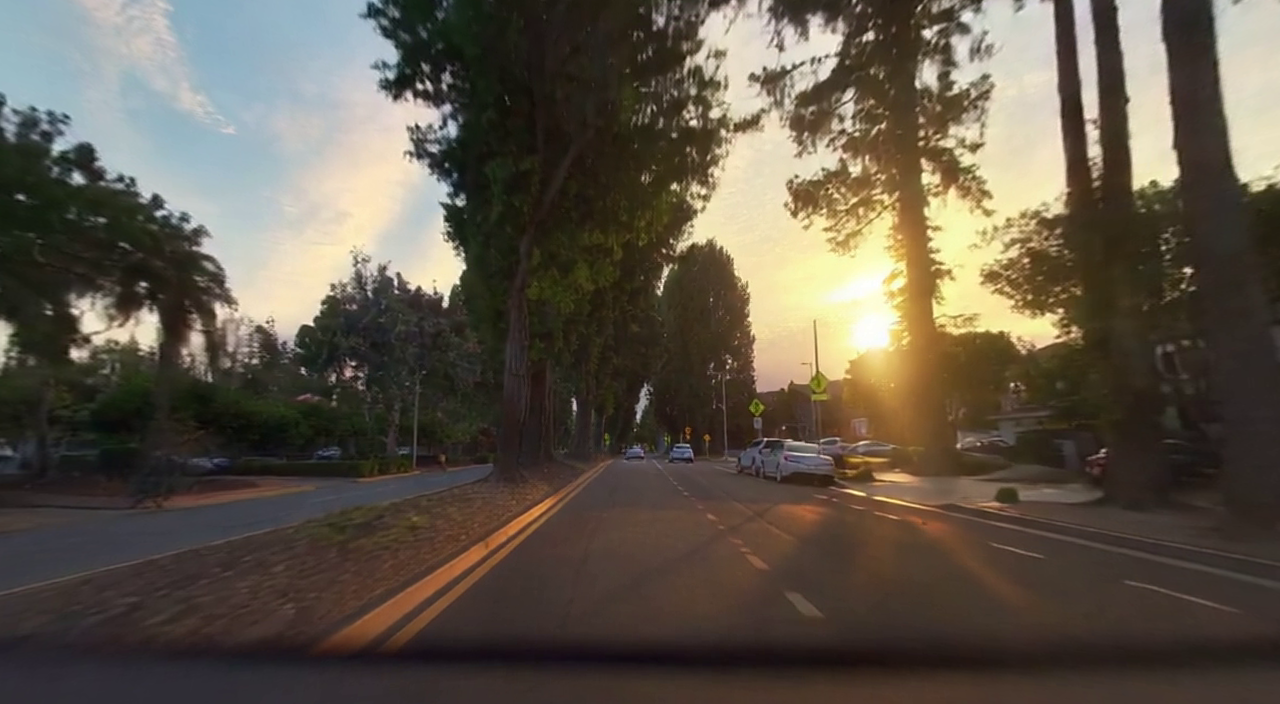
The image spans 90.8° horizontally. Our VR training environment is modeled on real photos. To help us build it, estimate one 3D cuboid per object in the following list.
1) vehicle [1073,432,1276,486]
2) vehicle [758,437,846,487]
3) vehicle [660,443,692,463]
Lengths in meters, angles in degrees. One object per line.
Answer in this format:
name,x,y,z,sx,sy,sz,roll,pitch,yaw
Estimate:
vehicle,15.857,3.187,18.926,4.331,1.413,1.892,-1,-9,-1
vehicle,6.286,4.334,25.215,2.040,1.710,5.200,2,-9,-1
vehicle,2.715,7.734,48.530,2.142,1.501,4.273,0,-8,-1
